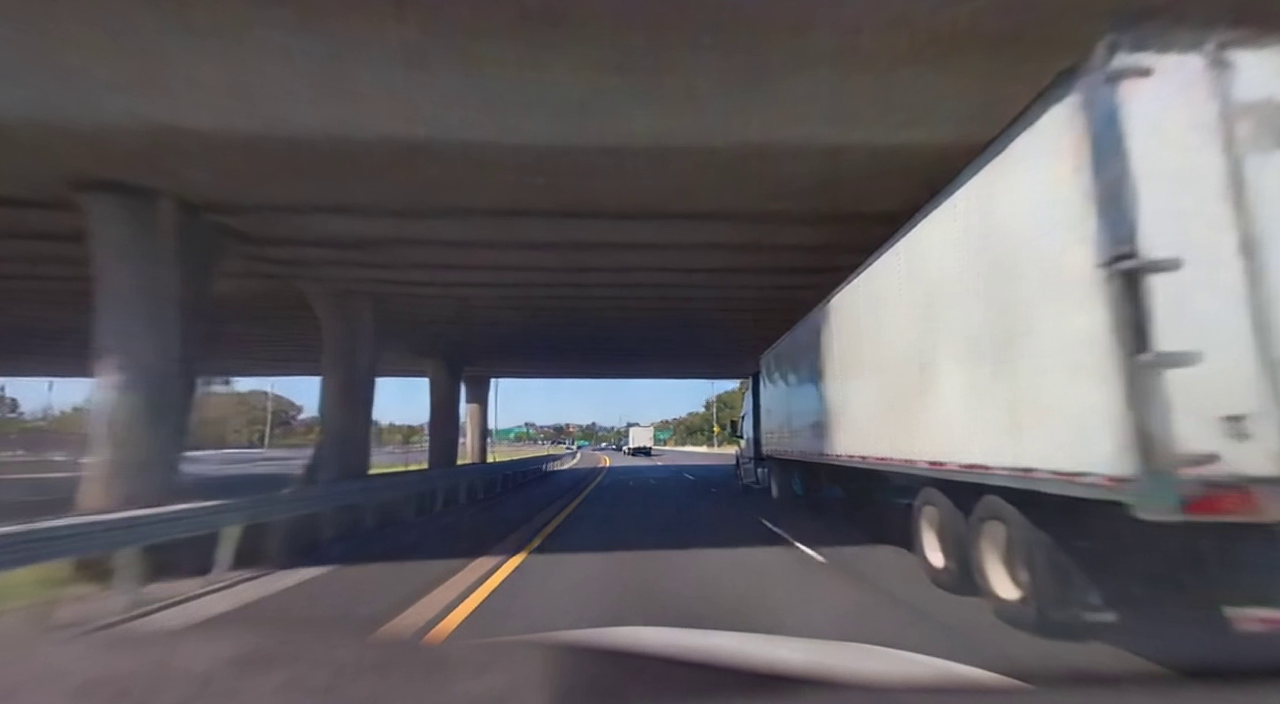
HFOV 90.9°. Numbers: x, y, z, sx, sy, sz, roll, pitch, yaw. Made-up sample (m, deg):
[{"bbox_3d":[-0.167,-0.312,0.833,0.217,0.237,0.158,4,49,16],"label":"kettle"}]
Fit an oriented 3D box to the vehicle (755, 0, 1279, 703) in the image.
[{"bbox_3d":[4.899,0.814,11.273,2.932,4.205,18.253,0,-8,2],"label":"vehicle"}]
